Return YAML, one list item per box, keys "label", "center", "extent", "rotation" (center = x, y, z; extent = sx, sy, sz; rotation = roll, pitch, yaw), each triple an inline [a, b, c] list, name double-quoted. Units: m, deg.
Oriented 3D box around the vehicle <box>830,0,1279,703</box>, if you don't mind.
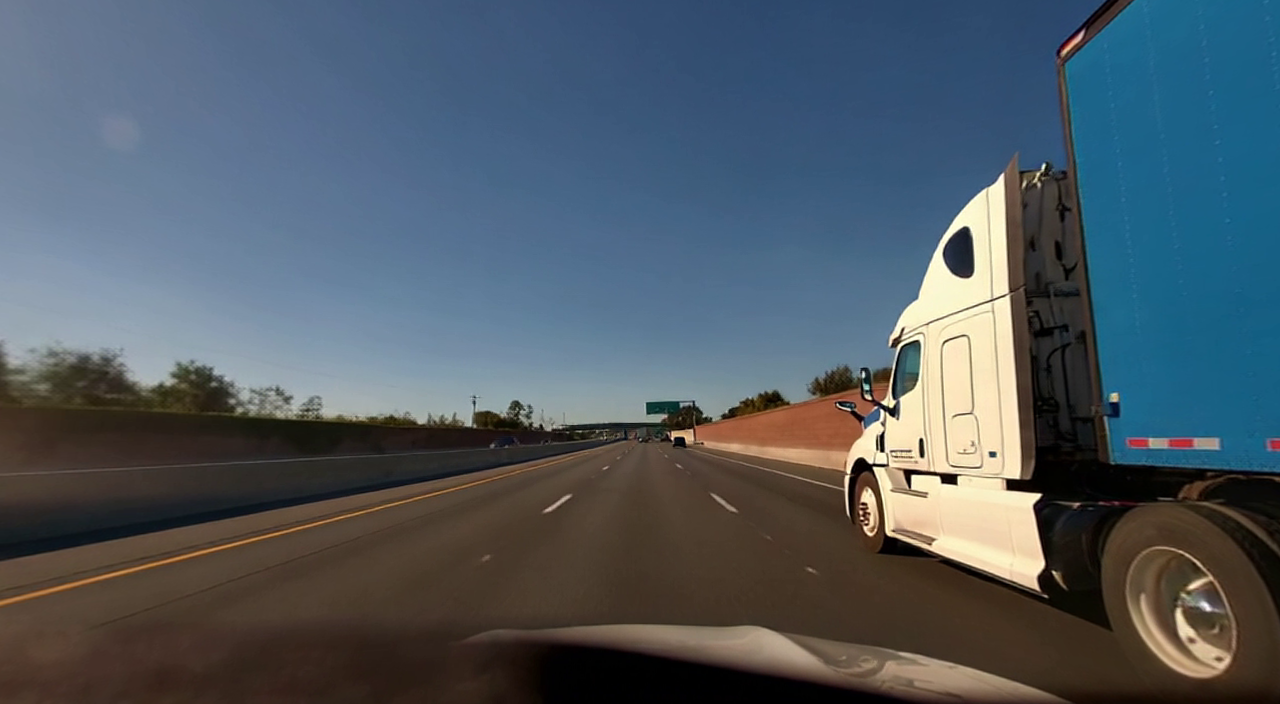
- label: "vehicle"
  center: [3.626, -0.242, 2.356]
  extent: [3.012, 3.768, 8.945]
  rotation: [0, -8, 0]
